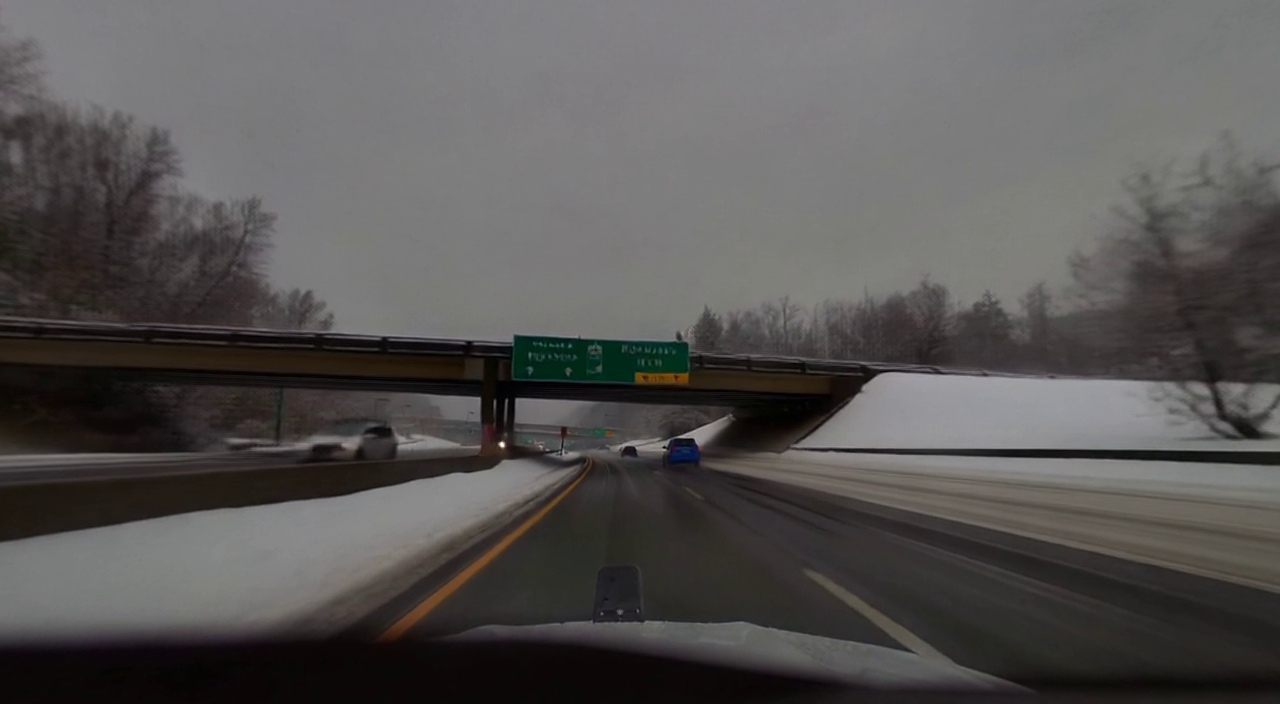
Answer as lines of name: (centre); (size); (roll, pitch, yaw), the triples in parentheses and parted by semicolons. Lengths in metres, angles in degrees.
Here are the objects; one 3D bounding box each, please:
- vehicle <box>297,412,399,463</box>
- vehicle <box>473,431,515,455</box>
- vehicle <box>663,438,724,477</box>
vehicle: (-10.483, 3.159, 22.862); (1.842, 1.663, 3.995); (0, -9, -1)
vehicle: (-10.825, 6.858, 46.859); (2.185, 1.675, 4.704); (0, -9, -2)
vehicle: (2.409, 4.933, 29.462); (2.337, 1.633, 4.222); (0, -9, -2)
